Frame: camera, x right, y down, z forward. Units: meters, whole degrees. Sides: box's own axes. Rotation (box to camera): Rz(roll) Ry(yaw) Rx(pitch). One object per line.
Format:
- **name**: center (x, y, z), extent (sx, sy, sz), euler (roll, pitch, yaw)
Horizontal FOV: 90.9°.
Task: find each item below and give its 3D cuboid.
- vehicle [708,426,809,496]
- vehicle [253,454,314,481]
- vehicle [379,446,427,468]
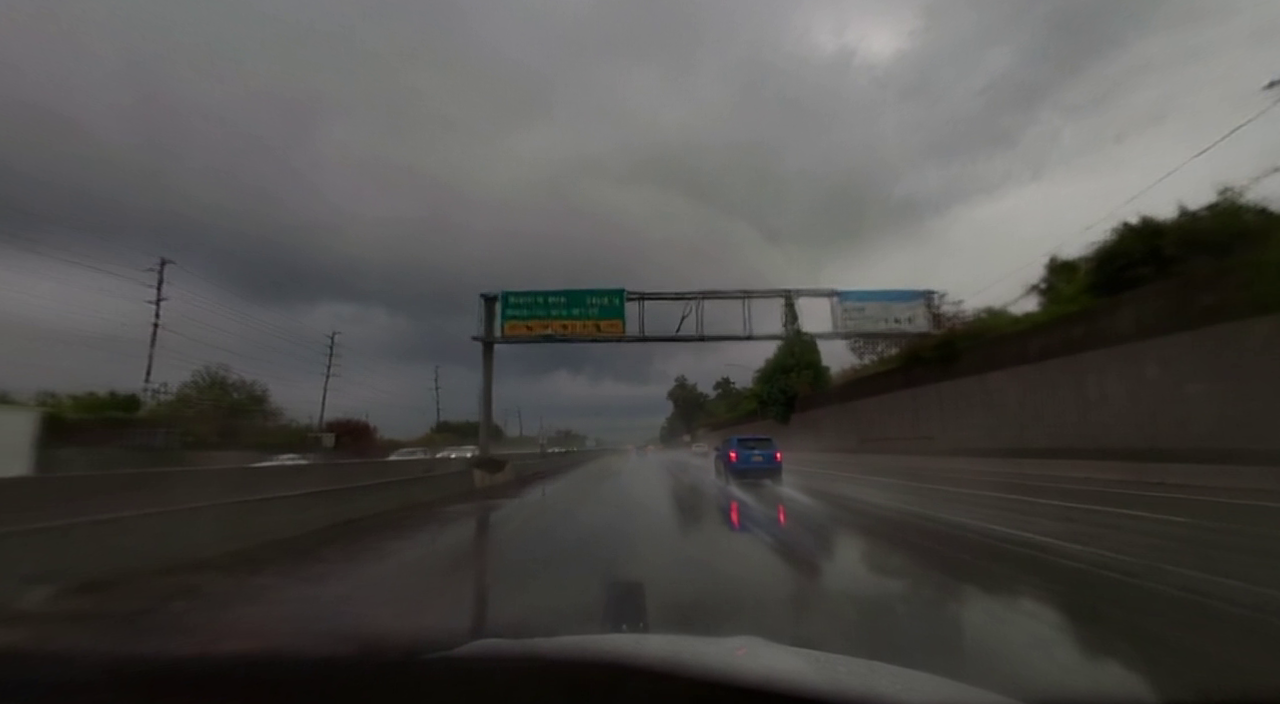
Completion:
- **vehicle**: center (3.360, 3.199, 18.844), extent (2.120, 1.832, 4.287), euler (0, -8, -1)
- **vehicle**: center (-19.621, 6.348, 34.852), extent (1.460, 1.325, 3.264), euler (0, -8, 0)
- **vehicle**: center (-16.275, 7.212, 43.498), extent (1.861, 1.432, 3.578), euler (-1, -8, 1)
